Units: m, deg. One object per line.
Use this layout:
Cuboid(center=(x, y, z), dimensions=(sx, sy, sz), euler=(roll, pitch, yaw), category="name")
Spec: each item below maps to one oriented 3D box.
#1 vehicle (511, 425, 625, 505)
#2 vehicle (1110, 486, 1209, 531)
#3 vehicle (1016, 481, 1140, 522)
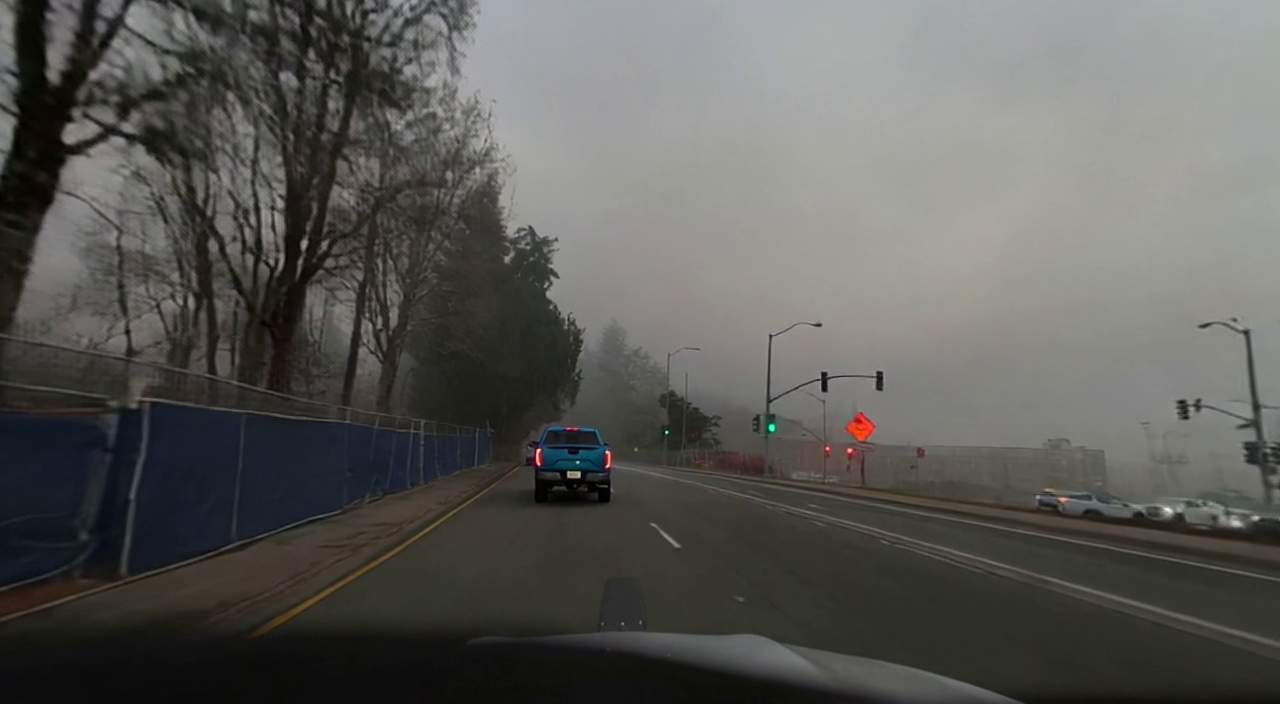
Cuboid(center=(-1.733, 2.830, 16.285), dimensions=(2.436, 1.698, 5.322), euler=(0, -8, -4), category="vehicle")
Cuboid(center=(23.606, 7.066, 28.826), dimensions=(1.751, 1.576, 3.933), euler=(8, -10, 10), category="vehicle")
Cuboid(center=(18.871, 6.446, 27.448), dimensions=(1.808, 1.467, 4.360), euler=(2, -10, -9), category="vehicle")
